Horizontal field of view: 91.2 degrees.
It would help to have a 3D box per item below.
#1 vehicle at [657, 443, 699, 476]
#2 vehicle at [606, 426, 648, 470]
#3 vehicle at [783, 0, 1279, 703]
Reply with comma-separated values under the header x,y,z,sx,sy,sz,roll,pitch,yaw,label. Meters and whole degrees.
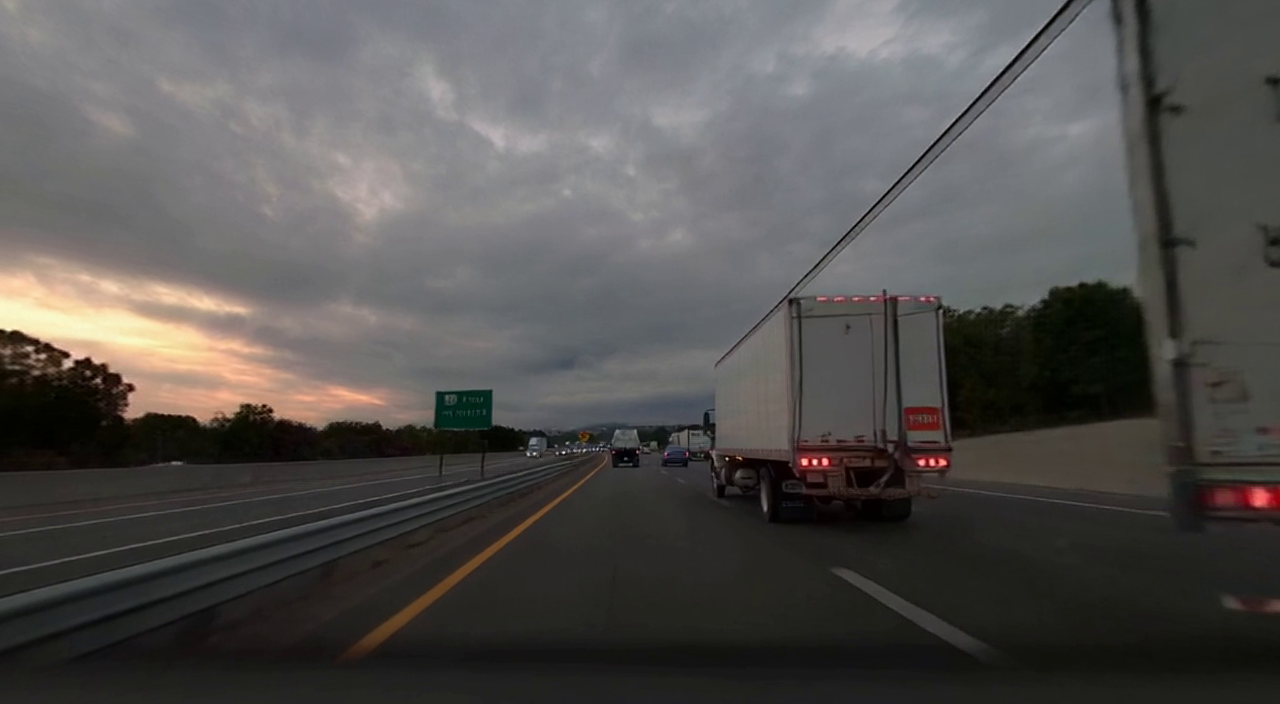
x,y,z,sx,sy,sz,roll,pitch,yaw,label
2.084,5.717,33.603,2.127,1.642,3.899,-1,-9,5,vehicle
-0.780,6.619,43.095,2.506,2.743,6.093,-1,-9,2,vehicle
3.914,0.261,6.343,2.816,4.086,8.486,0,-9,0,vehicle
